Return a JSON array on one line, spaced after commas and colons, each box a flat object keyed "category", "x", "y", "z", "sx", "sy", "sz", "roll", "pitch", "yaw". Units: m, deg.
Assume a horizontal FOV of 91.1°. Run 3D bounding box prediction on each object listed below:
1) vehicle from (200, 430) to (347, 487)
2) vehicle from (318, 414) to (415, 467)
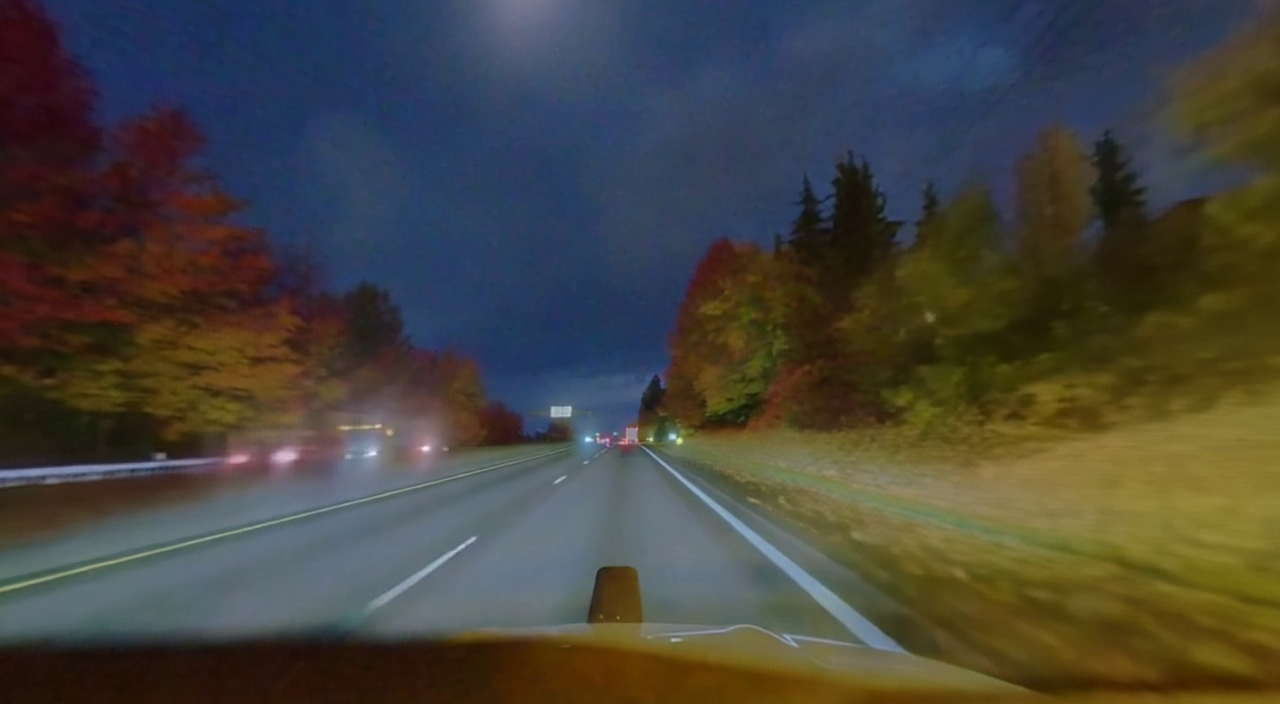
[{"category": "vehicle", "x": -11.512, "y": 3.351, "z": 20.217, "sx": 2.019, "sy": 1.587, "sz": 4.564, "roll": 0, "pitch": -8, "yaw": -1}, {"category": "vehicle", "x": -15.188, "y": 4.965, "z": 35.497, "sx": 2.377, "sy": 2.645, "sz": 7.057, "roll": 0, "pitch": -8, "yaw": -1}]
